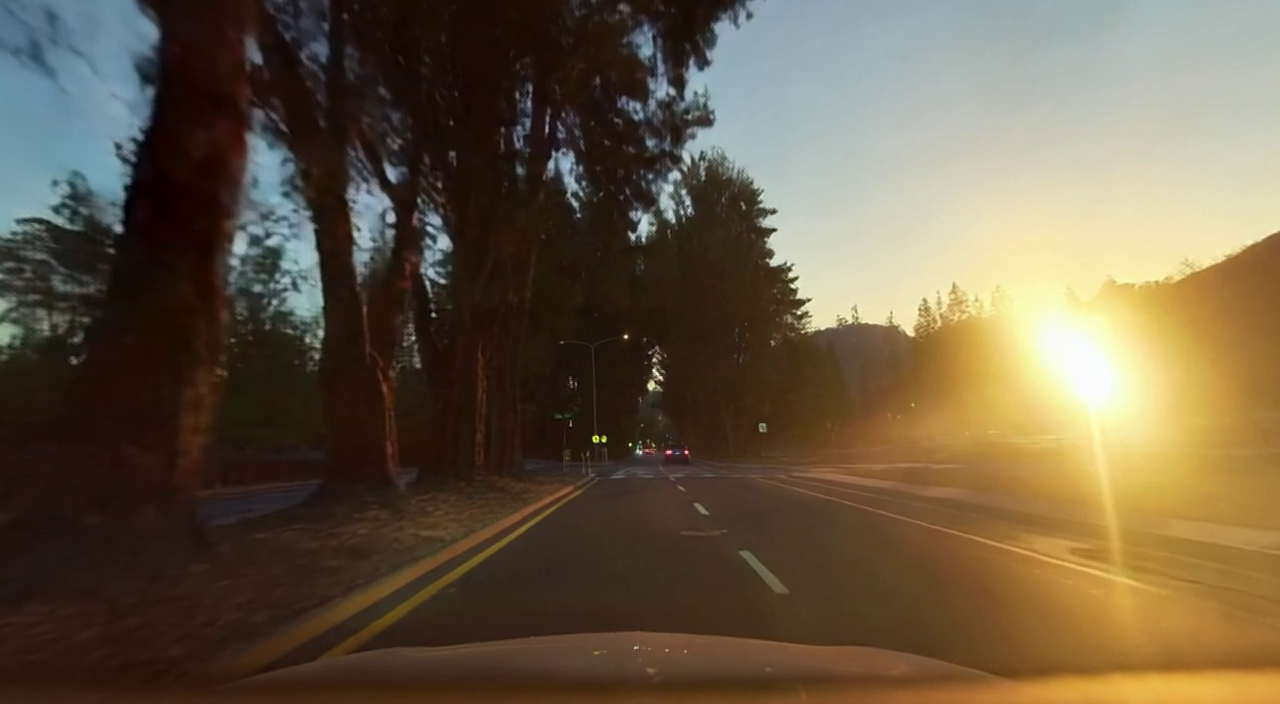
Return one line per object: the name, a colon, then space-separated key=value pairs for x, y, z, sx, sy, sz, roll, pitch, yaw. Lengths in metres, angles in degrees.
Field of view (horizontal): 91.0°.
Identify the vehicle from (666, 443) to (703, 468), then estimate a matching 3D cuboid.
vehicle: x=2.824 y=6.720 z=40.979 sx=2.044 sy=1.537 sz=4.528 roll=0 pitch=-9 yaw=-1
